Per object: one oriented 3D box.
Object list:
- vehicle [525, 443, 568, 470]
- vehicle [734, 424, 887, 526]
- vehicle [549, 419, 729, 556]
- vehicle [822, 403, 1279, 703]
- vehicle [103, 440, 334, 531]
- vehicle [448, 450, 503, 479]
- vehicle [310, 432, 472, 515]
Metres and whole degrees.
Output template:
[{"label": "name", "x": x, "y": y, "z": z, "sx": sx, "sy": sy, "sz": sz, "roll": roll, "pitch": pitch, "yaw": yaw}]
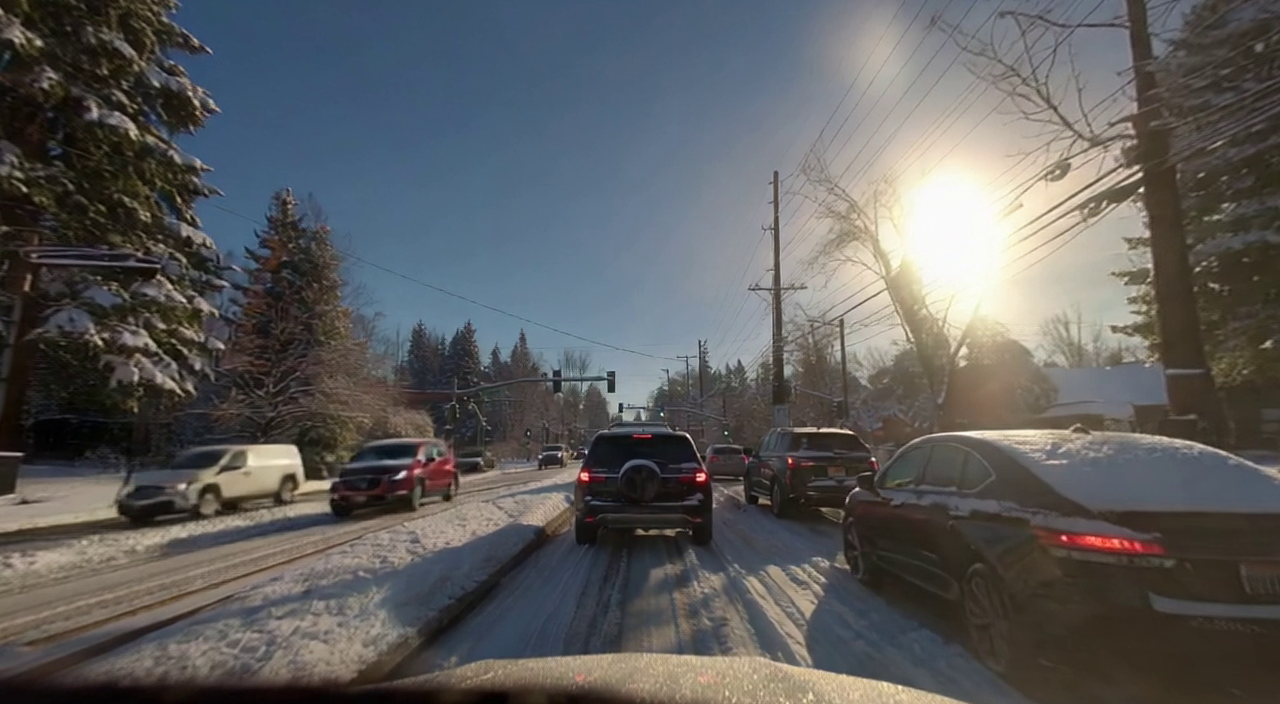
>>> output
[{"label": "vehicle", "x": -6.377, "y": 7.161, "z": 43.426, "sx": 2.218, "sy": 1.722, "sz": 4.397, "roll": -1, "pitch": -8, "yaw": 1}, {"label": "vehicle", "x": 3.176, "y": 2.371, "z": 12.707, "sx": 1.914, "sy": 1.698, "sz": 4.049, "roll": 0, "pitch": -8, "yaw": 0}, {"label": "vehicle", "x": 0.005, "y": 1.968, "z": 9.864, "sx": 2.200, "sy": 1.653, "sz": 4.127, "roll": 0, "pitch": -8, "yaw": 1}, {"label": "vehicle", "x": 2.873, "y": 1.235, "z": 4.378, "sx": 1.950, "sy": 1.487, "sz": 4.275, "roll": 0, "pitch": -8, "yaw": 0}, {"label": "vehicle", "x": -9.944, "y": 3.128, "z": 15.552, "sx": 2.230, "sy": 1.831, "sz": 4.941, "roll": 0, "pitch": -8, "yaw": 1}, {"label": "vehicle", "x": -9.188, "y": 6.322, "z": 35.611, "sx": 1.854, "sy": 1.459, "sz": 4.288, "roll": -1, "pitch": -8, "yaw": 2}, {"label": "vehicle", "x": -6.342, "y": 3.141, "z": 16.877, "sx": 2.328, "sy": 1.861, "sz": 4.891, "roll": 0, "pitch": -8, "yaw": 0}]
